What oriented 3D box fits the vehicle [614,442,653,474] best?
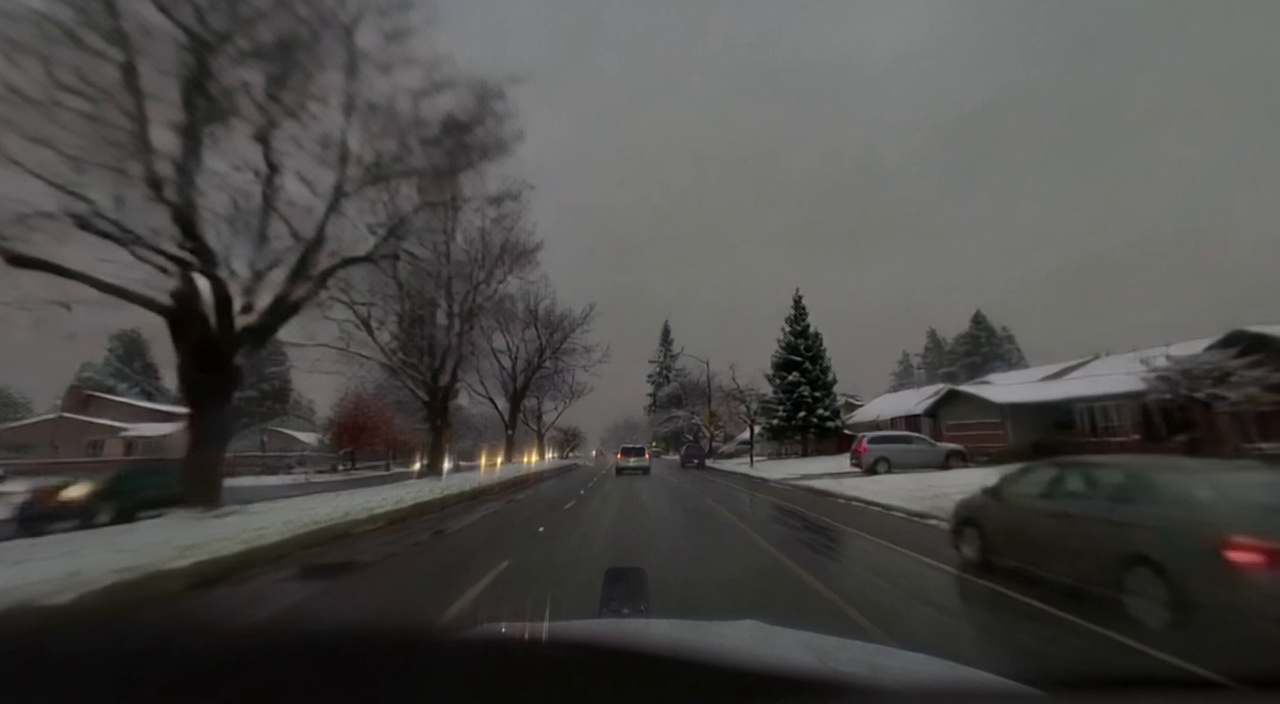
[{"bbox_3d":[-0.364,5.797,34.810,2.024,1.655,4.301,0,-8,-1],"label":"vehicle"}]

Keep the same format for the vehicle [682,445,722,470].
[{"bbox_3d":[3.937,6.811,40.881,2.045,1.517,4.394,0,-8,-2],"label":"vehicle"}]

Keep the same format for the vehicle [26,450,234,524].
[{"bbox_3d":[-14.724,3.858,18.714,2.034,1.810,4.976,-1,-8,-1],"label":"vehicle"}]

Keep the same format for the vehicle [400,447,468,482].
[{"bbox_3d":[-11.438,6.237,35.353,2.232,1.651,4.777,-3,-8,-1],"label":"vehicle"}]

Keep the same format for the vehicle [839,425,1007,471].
[{"bbox_3d":[11.607,3.993,26.227,5.876,1.828,2.268,0,-8,1],"label":"vehicle"}]

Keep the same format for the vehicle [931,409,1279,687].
[{"bbox_3d":[4.554,1.378,5.477,2.020,1.518,4.255,0,-8,0],"label":"vehicle"}]
